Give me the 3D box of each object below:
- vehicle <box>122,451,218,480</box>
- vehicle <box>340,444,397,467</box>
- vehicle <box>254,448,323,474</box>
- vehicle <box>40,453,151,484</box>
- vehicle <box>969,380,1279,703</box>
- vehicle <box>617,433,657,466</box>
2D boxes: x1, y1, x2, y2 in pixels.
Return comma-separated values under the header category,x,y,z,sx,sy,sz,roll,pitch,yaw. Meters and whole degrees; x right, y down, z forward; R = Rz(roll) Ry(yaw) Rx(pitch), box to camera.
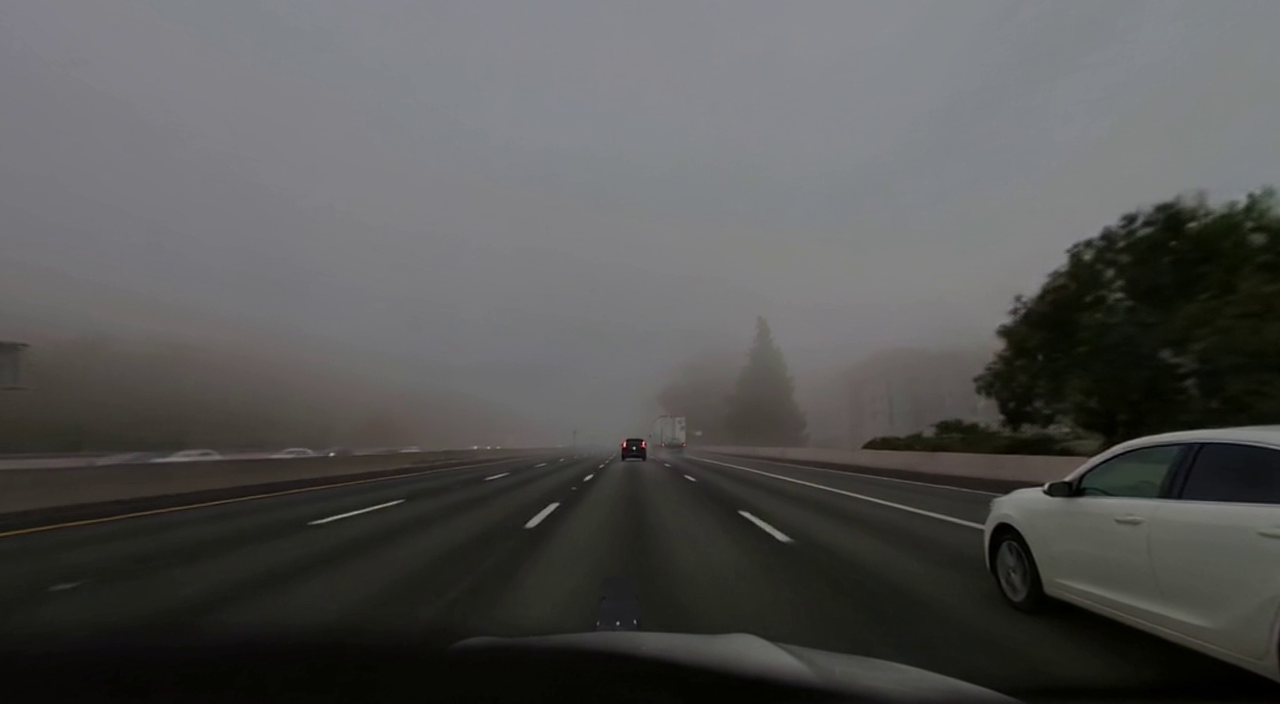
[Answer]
category,x,y,z,sx,sy,sz,roll,pitch,yaw
vehicle,-26.071,6.279,35.307,1.828,1.464,4.647,0,-8,-1
vehicle,-18.291,6.971,42.817,1.841,1.447,4.531,0,-8,0
vehicle,-22.141,6.868,40.030,1.890,1.454,4.389,0,-8,-1
vehicle,-29.845,6.378,34.844,1.888,1.460,4.806,0,-8,-1
vehicle,3.840,0.989,3.213,1.950,1.596,4.326,0,-8,-1
vehicle,-0.220,5.915,38.533,2.297,1.912,4.355,0,-8,-1
